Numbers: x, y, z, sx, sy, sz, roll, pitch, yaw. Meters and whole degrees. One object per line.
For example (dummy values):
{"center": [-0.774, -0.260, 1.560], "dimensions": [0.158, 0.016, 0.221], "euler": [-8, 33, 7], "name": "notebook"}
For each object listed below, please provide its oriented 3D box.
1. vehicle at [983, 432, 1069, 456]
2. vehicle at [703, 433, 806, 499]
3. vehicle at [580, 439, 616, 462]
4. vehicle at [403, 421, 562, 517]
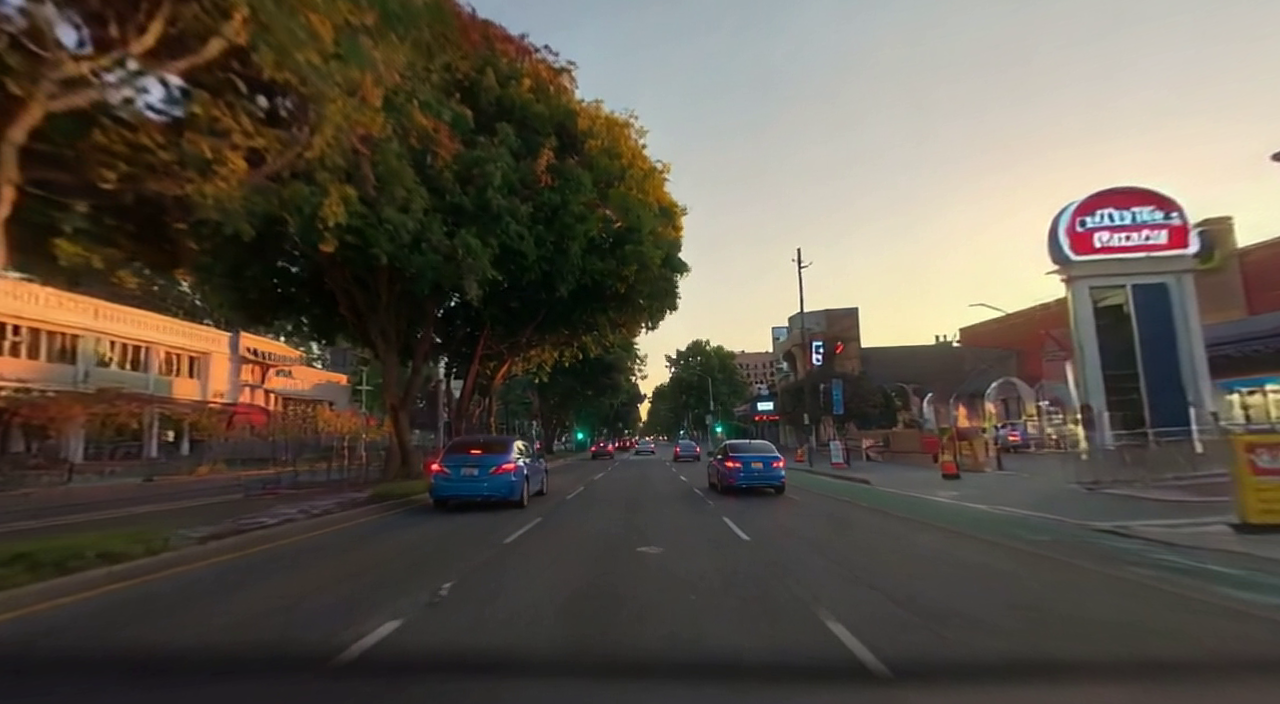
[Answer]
{"center": [29.385, 7.012, 48.056], "dimensions": [5.166, 1.792, 1.944], "euler": [-1, -8, 3], "name": "vehicle"}
{"center": [2.876, 2.960, 16.794], "dimensions": [1.946, 1.513, 4.133], "euler": [0, -8, 0], "name": "vehicle"}
{"center": [-2.803, 6.674, 42.713], "dimensions": [2.040, 1.471, 4.211], "euler": [0, -8, 2], "name": "vehicle"}
{"center": [-3.035, 2.400, 13.463], "dimensions": [2.032, 1.639, 5.037], "euler": [0, -8, 1], "name": "vehicle"}
